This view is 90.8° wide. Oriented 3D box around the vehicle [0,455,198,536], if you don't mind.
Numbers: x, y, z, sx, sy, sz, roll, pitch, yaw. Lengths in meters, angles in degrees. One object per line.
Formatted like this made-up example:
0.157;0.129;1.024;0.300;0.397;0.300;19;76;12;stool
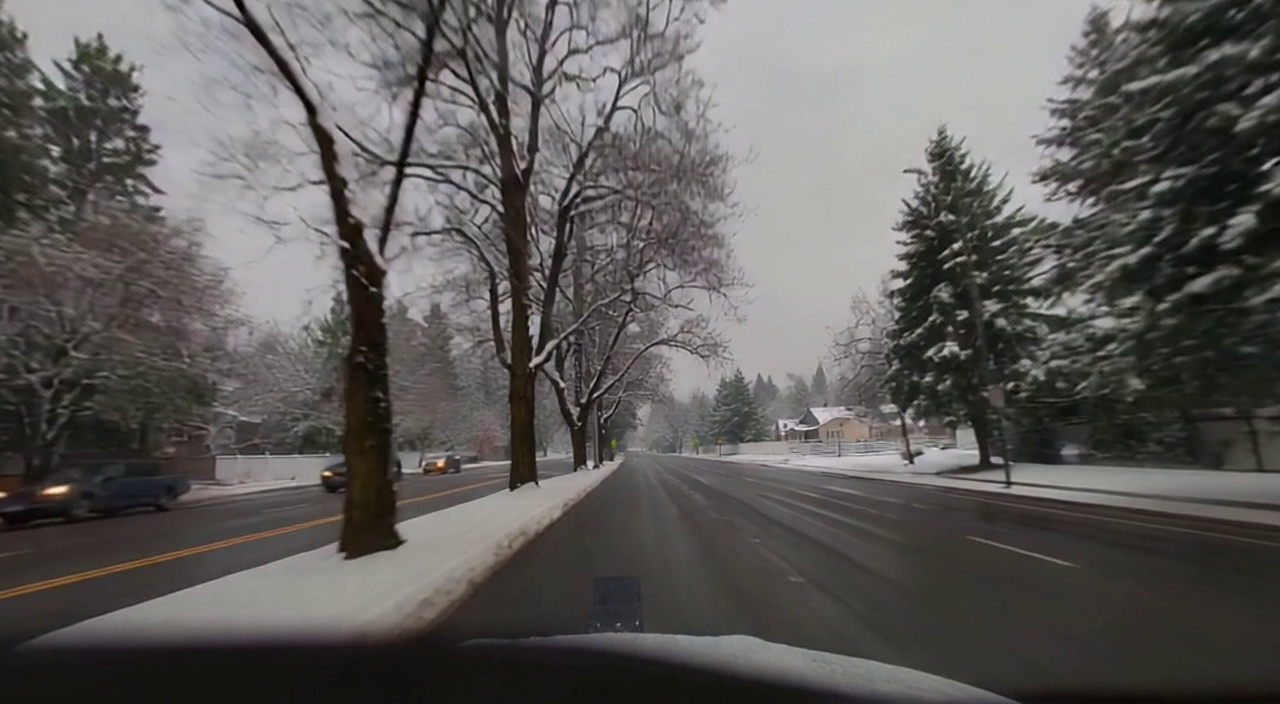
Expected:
-14.137;3.544;16.308;2.012;1.653;4.706;0;-8;0;vehicle

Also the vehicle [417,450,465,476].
-14.490;8.080;46.265;1.919;1.700;4.685;0;-8;1;vehicle

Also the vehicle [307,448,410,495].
-10.630;4.521;24.265;2.011;1.553;4.390;0;-8;-2;vehicle
